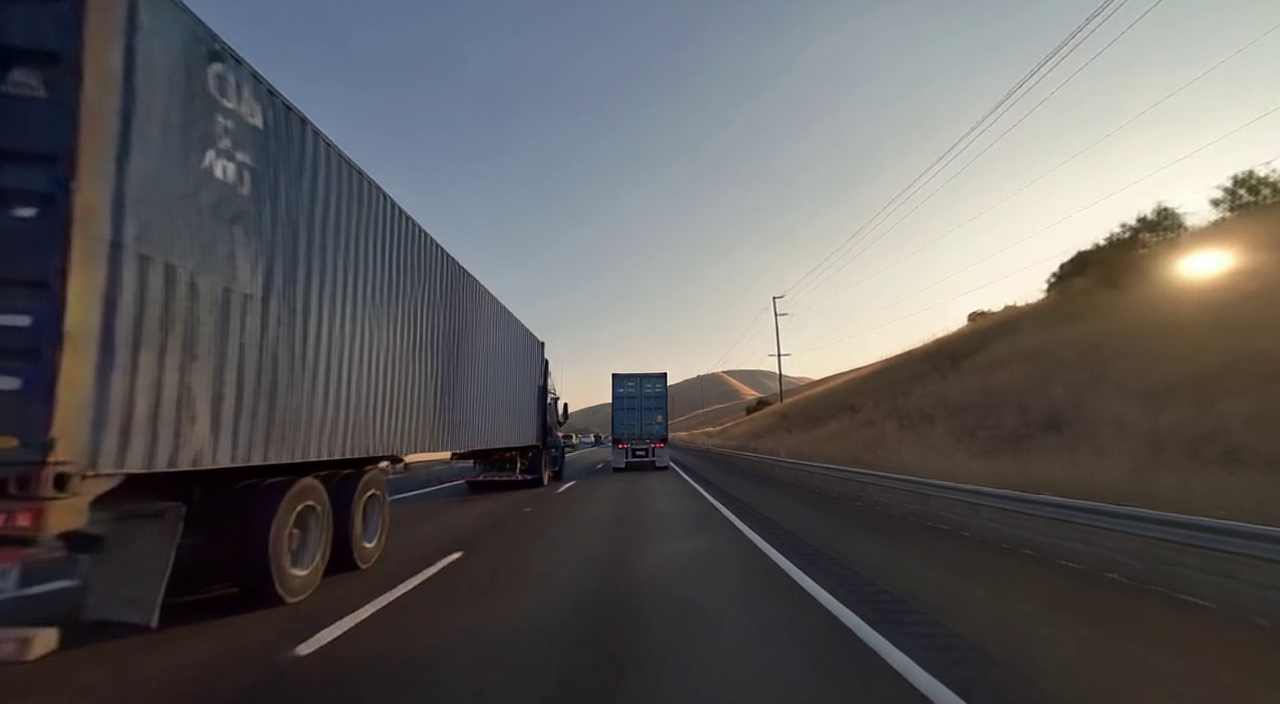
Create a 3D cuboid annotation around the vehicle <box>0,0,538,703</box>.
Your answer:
[{"bbox_3d":[-4.122,0.362,8.319,3.065,4.105,13.706,0,-8,1],"label":"vehicle"}]

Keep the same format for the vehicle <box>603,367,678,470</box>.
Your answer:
[{"bbox_3d":[-0.060,3.493,31.121,3.006,4.120,11.586,0,-8,-1],"label":"vehicle"}]
